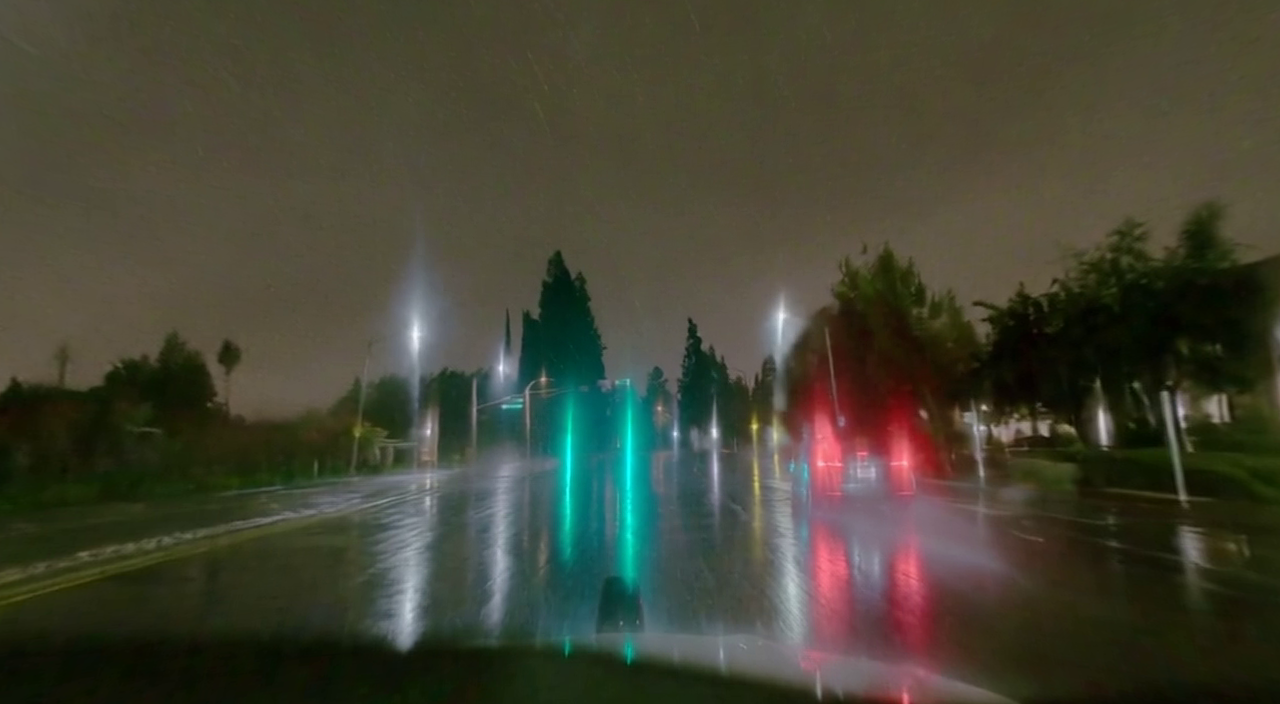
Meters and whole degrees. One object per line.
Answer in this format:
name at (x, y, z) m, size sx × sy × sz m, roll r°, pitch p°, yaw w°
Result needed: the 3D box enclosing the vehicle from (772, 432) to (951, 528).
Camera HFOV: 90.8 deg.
vehicle at (3.876, 2.301, 11.901) m, size 1.852 × 1.453 × 4.083 m, roll 0°, pitch -9°, yaw 0°
